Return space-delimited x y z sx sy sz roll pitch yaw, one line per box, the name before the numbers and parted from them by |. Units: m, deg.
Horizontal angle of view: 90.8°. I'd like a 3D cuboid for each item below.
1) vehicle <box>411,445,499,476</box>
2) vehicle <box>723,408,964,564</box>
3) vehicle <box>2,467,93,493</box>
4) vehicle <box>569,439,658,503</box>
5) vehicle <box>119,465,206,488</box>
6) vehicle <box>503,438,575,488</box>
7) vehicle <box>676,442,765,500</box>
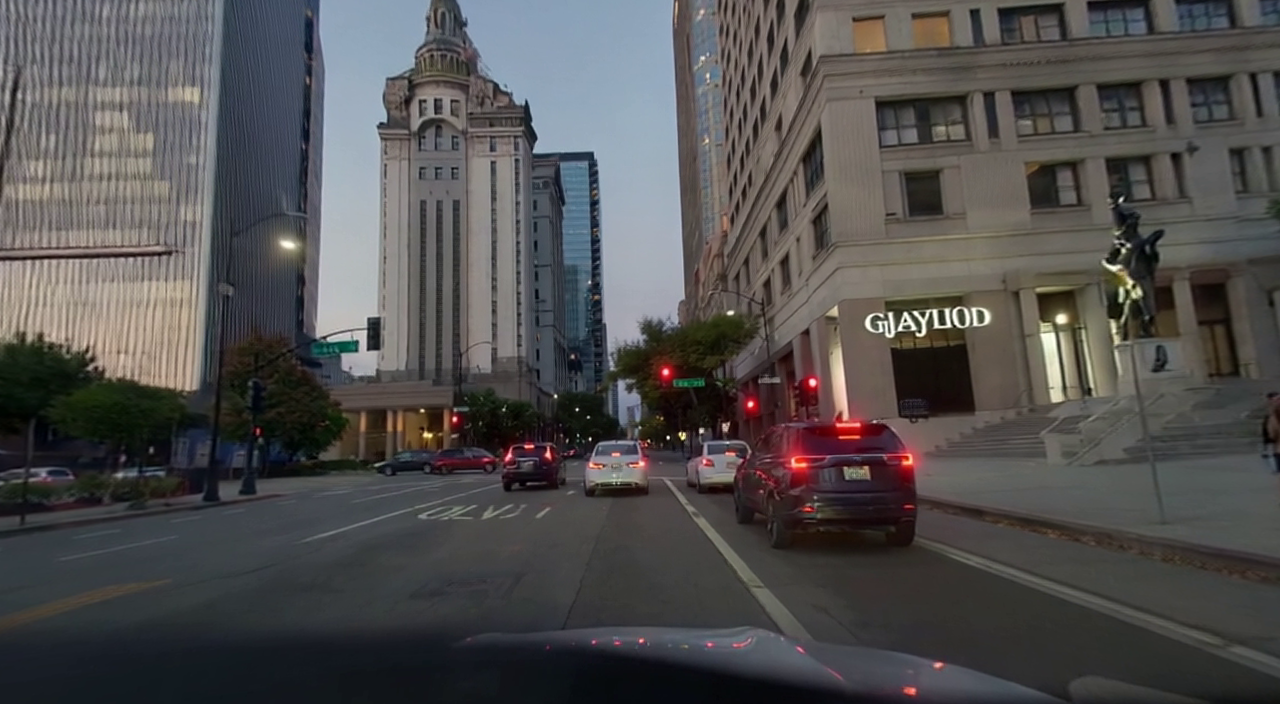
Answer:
vehicle | -11.176 6.518 38.209 4.855 1.769 2.071 3 -9 -21
vehicle | 2.623 1.867 9.513 2.096 1.775 4.440 0 -9 -1
vehicle | -40.221 8.705 42.928 4.224 1.622 1.808 0 -9 -2
vehicle | -0.643 3.102 16.951 2.096 1.492 4.071 0 -9 -1
vehicle | -32.370 8.439 42.892 4.392 1.427 1.764 0 -9 -1
vehicle | -3.602 4.052 23.406 2.045 1.633 4.864 0 -9 -2
vehicle | 2.193 3.361 18.308 1.943 1.449 4.202 0 -9 -1
